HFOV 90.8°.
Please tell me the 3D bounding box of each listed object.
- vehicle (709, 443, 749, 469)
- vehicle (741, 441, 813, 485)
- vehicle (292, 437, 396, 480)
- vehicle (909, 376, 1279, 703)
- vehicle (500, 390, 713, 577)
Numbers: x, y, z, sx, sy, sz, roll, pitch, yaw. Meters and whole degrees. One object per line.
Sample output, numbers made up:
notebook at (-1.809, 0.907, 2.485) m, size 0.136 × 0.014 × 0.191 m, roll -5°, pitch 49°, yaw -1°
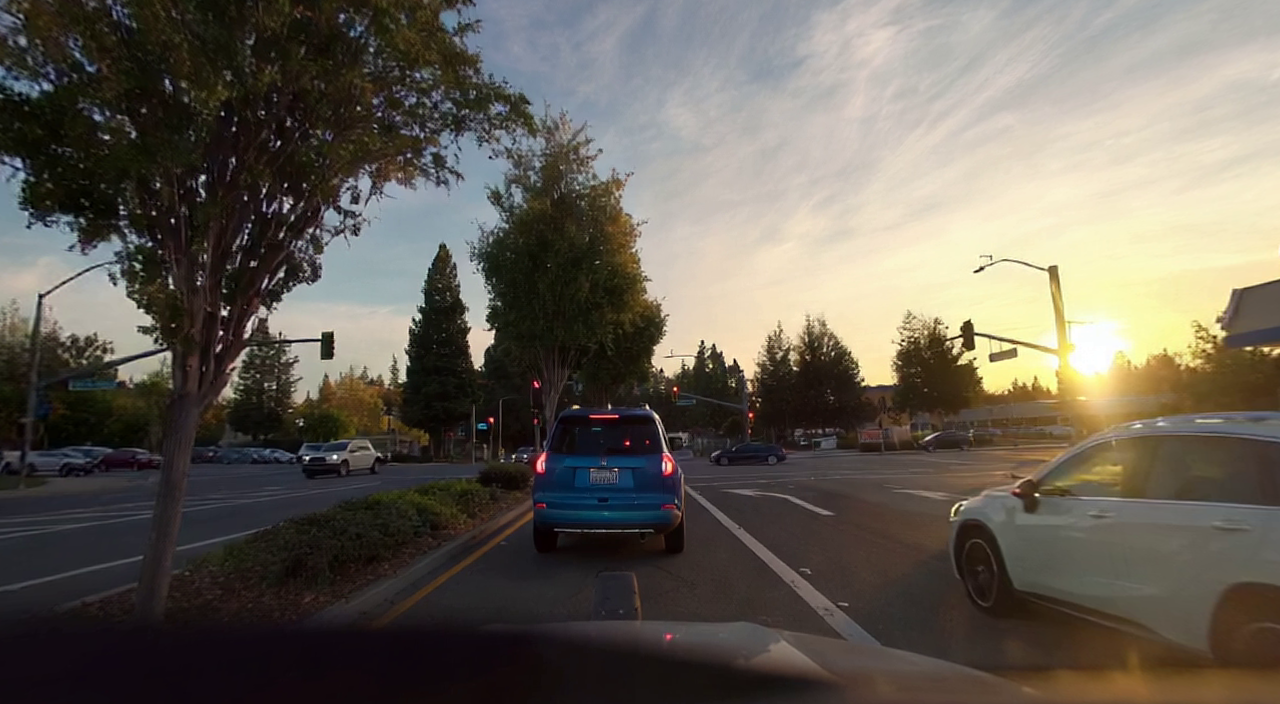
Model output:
vehicle at (5.380, 6.329, 38.685) m, size 1.923 × 1.498 × 4.326 m, roll 0°, pitch -9°, yaw 2°
vehicle at (5.082, 4.166, 24.014) m, size 1.883 × 1.496 × 4.236 m, roll 0°, pitch -9°, yaw 1°
vehicle at (-12.702, 4.598, 27.520) m, size 2.108 × 1.683 × 4.861 m, roll 0°, pitch -9°, yaw 0°
vehicle at (3.495, 1.024, 3.357) m, size 2.098 × 1.555 × 4.778 m, roll 0°, pitch -9°, yaw 1°
vehicle at (-0.301, 1.646, 8.661) m, size 2.096 × 1.837 × 4.687 m, roll 0°, pitch -9°, yaw 1°
